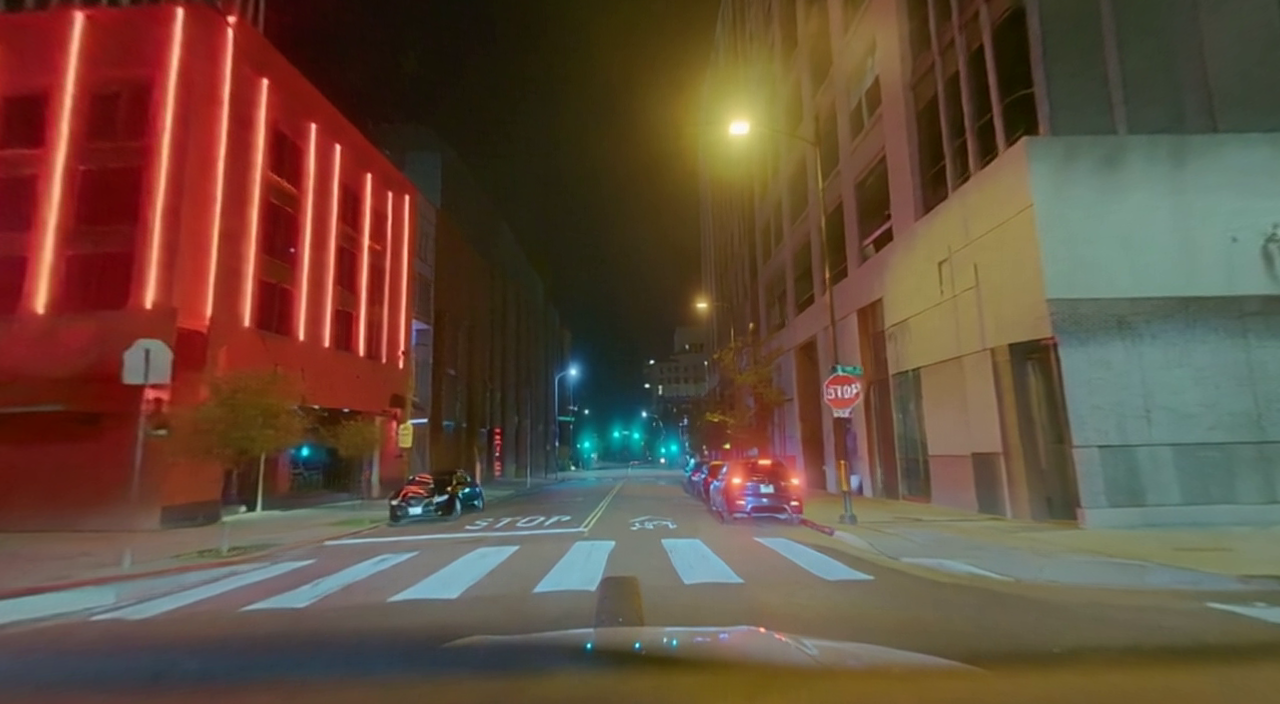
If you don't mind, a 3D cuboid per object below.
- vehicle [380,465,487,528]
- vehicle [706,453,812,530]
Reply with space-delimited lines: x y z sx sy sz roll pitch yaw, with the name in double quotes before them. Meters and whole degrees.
"vehicle" -5.655 3.977 17.829 1.864 1.447 3.887 0 -9 -2
"vehicle" 2.947 3.535 16.640 1.917 1.680 4.500 0 -9 0
